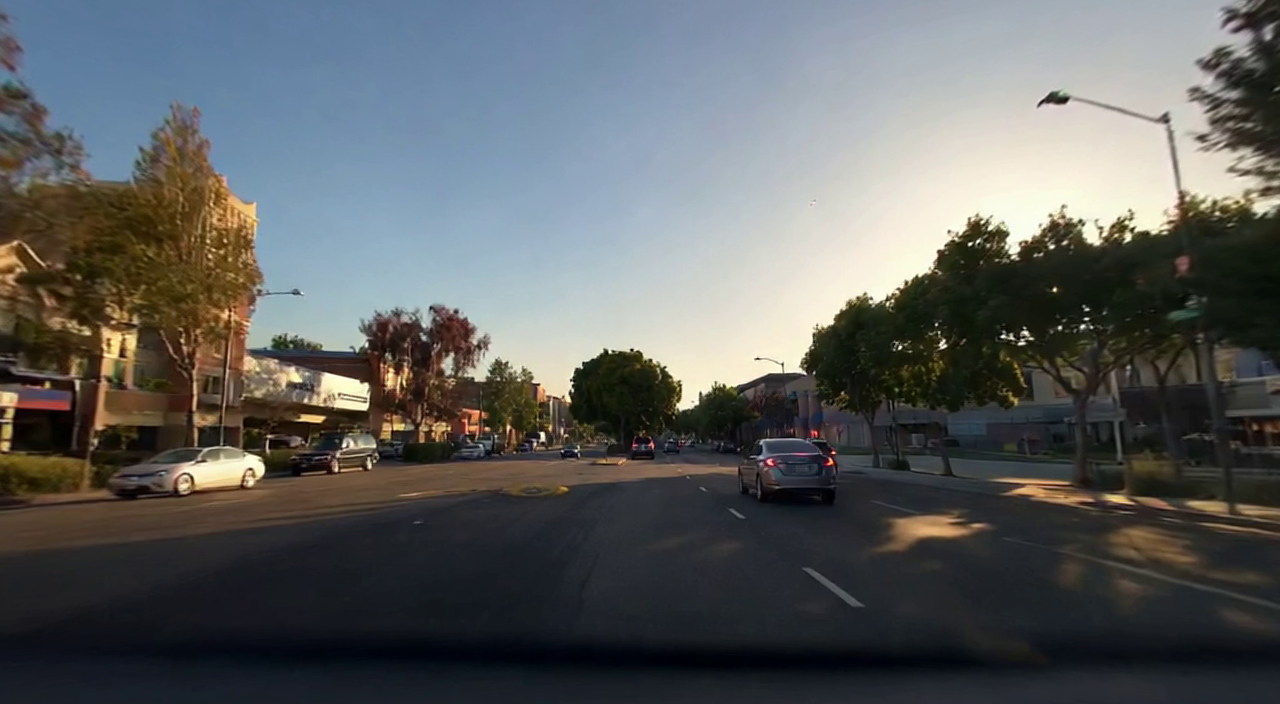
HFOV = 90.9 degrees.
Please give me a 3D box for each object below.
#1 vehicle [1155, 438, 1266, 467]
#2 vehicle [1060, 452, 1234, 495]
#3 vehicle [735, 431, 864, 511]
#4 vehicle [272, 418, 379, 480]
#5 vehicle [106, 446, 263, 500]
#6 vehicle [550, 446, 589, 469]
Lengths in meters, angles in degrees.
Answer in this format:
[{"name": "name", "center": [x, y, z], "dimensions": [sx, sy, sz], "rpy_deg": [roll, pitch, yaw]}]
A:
[{"name": "vehicle", "center": [34.736, 6.133, 38.505], "dimensions": [4.618, 1.667, 1.955], "rpy_deg": [-1, -8, 5]}, {"name": "vehicle", "center": [18.686, 4.478, 23.429], "dimensions": [4.667, 1.452, 2.017], "rpy_deg": [0, -8, 1]}, {"name": "vehicle", "center": [3.652, 2.799, 15.253], "dimensions": [2.072, 1.669, 3.836], "rpy_deg": [0, -8, -1]}, {"name": "vehicle", "center": [-18.753, 5.827, 38.142], "dimensions": [2.783, 3.367, 6.723], "rpy_deg": [0, -8, 1]}, {"name": "vehicle", "center": [-15.305, 4.047, 21.557], "dimensions": [1.964, 1.639, 4.428], "rpy_deg": [0, -8, 1]}, {"name": "vehicle", "center": [-4.527, 6.878, 41.356], "dimensions": [2.084, 1.415, 4.580], "rpy_deg": [0, -8, -1]}]
